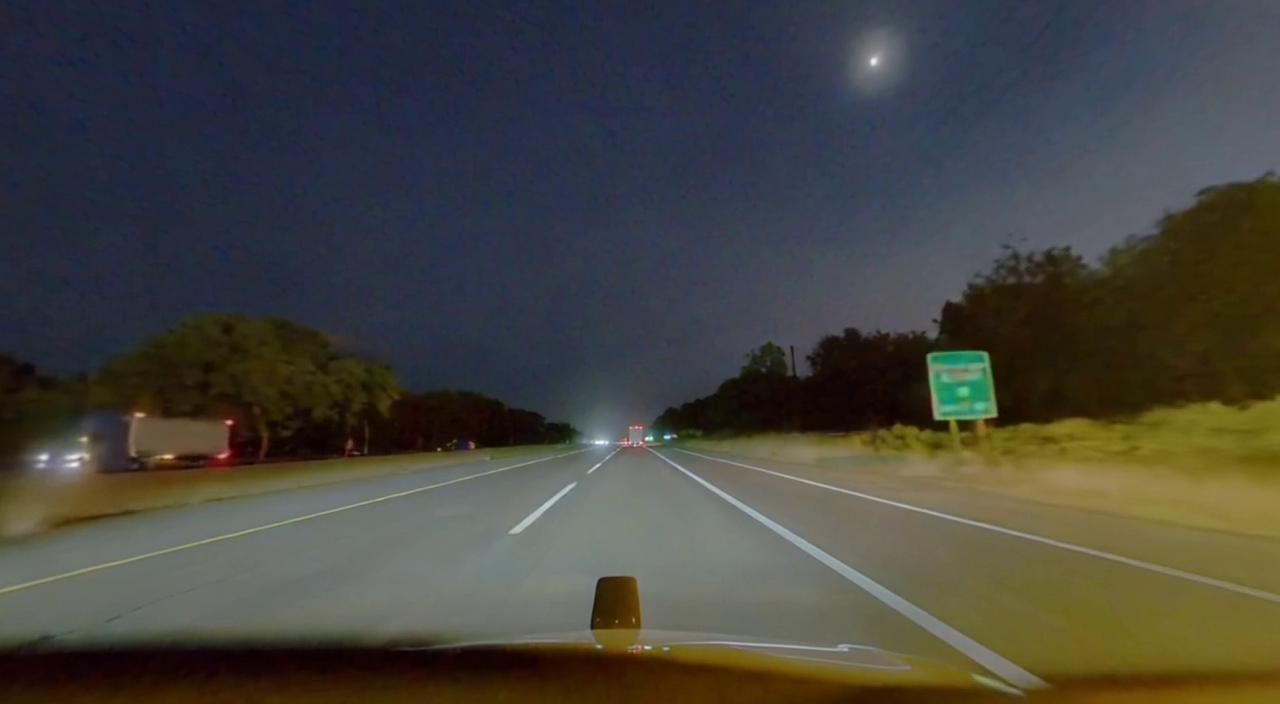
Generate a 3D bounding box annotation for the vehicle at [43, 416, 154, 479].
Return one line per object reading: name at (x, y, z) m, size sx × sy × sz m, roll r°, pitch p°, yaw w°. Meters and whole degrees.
vehicle at (-37.973, 6.671, 44.564) m, size 2.907 × 4.047 × 5.959 m, roll 1°, pitch -8°, yaw -8°
